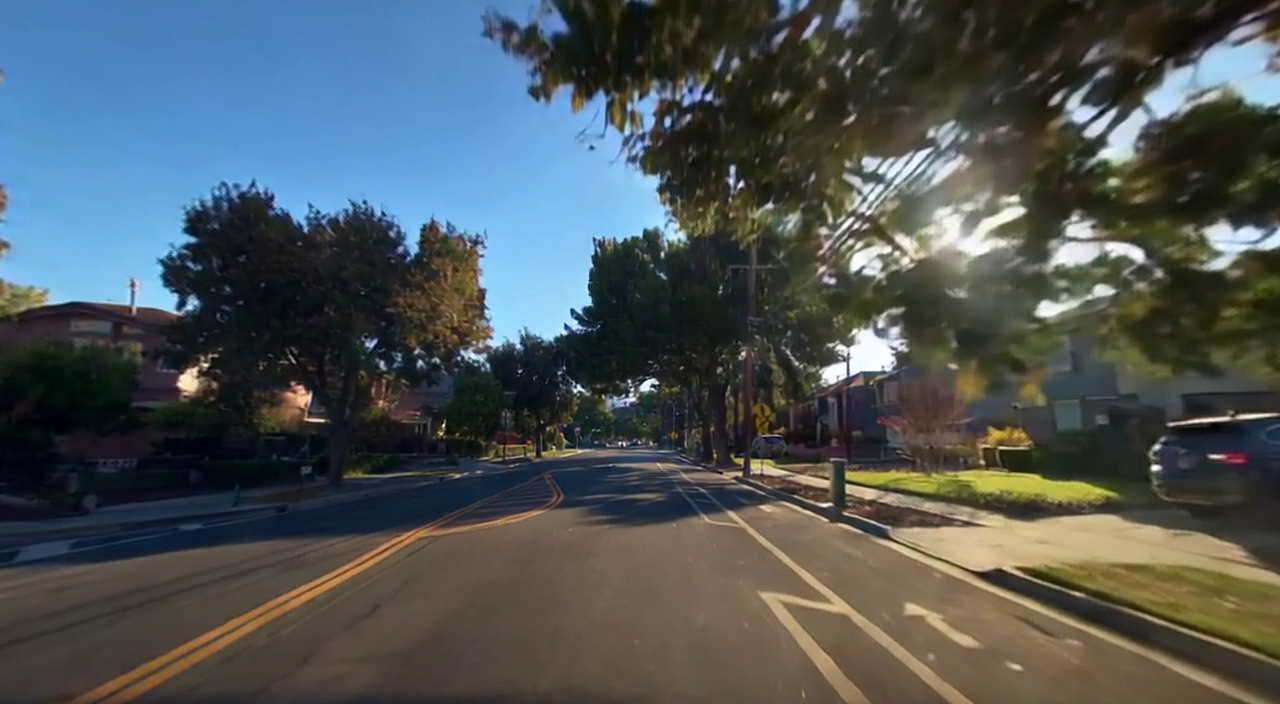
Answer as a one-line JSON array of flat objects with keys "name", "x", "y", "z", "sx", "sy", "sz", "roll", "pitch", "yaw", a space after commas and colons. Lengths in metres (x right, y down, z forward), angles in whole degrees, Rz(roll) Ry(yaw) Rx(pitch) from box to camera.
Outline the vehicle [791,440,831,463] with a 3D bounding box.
[{"name": "vehicle", "x": 13.171, "y": 7.724, "z": 48.822, "sx": 1.935, "sy": 1.683, "sz": 4.669, "roll": 0, "pitch": -9, "yaw": 2}]

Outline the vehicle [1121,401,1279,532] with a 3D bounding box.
[{"name": "vehicle", "x": 11.062, "y": 1.788, "z": 10.052, "sx": 4.760, "sy": 1.808, "sz": 2.402, "roll": 0, "pitch": -9, "yaw": -1}]

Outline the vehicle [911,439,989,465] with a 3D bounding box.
[{"name": "vehicle", "x": 20.734, "y": 6.698, "z": 42.243, "sx": 3.943, "sy": 1.664, "sz": 2.391, "roll": 0, "pitch": -8, "yaw": -1}]
